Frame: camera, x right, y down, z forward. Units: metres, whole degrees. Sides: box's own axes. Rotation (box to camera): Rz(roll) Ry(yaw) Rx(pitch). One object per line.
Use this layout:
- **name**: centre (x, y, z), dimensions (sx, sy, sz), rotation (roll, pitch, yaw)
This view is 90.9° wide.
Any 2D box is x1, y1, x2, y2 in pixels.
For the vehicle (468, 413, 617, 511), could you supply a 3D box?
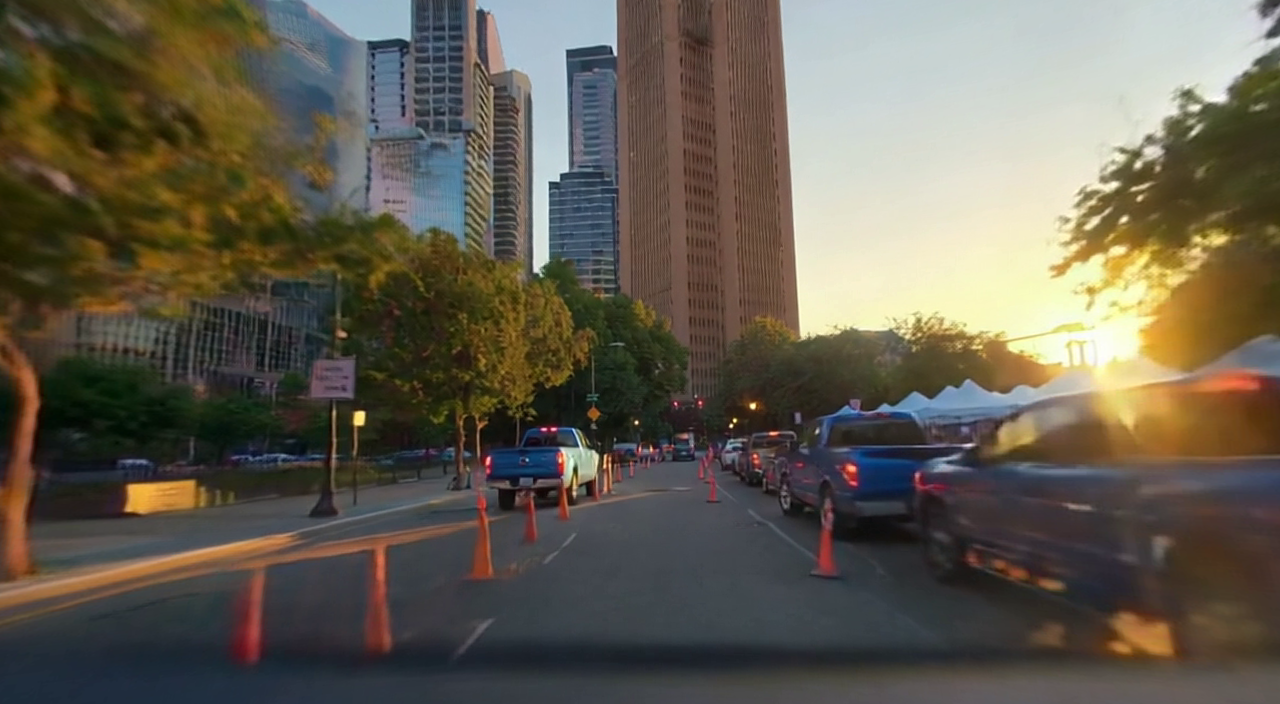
- **vehicle**: centre (-2.084, 2.659, 15.614), dimensions (2.452, 1.954, 5.653), rotation (-1, -9, 4)

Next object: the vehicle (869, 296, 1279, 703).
- **vehicle**: centre (3.472, 0.960, 4.219), dimensions (2.057, 1.797, 4.734), rotation (0, -9, 0)

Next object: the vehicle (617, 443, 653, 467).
- **vehicle**: centre (-0.282, 6.863, 42.046), dimensions (1.895, 1.489, 4.328), rotation (-1, -9, 6)
